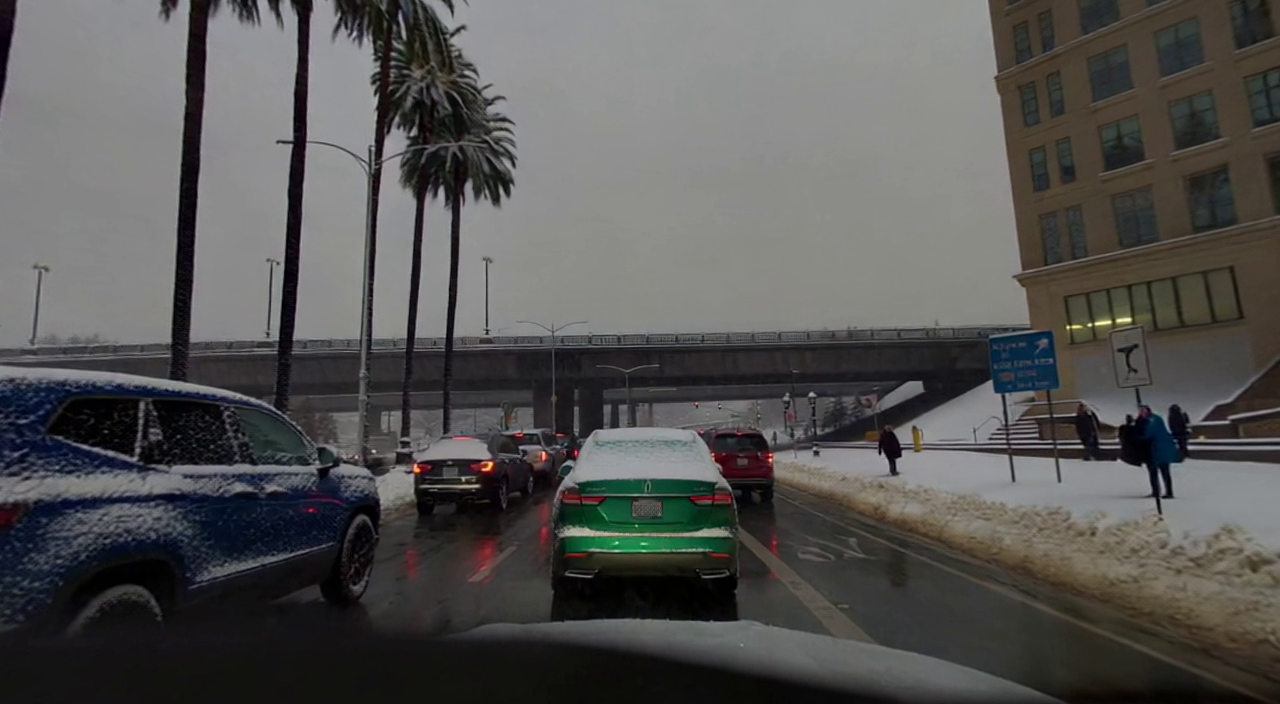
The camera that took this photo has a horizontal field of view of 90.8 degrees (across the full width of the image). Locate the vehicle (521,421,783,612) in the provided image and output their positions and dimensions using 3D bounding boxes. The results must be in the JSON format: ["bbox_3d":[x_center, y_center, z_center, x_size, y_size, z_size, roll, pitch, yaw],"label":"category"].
[{"bbox_3d":[0.073,1.586,7.039,2.036,1.461,4.129,0,-8,-1],"label":"vehicle"}]

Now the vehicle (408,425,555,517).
[{"bbox_3d":[-3.161,2.467,13.551,1.955,1.637,4.032,0,-8,2],"label":"vehicle"}]

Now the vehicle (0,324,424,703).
[{"bbox_3d":[-3.249,1.074,4.190,2.014,1.740,4.359,0,-8,1],"label":"vehicle"}]
